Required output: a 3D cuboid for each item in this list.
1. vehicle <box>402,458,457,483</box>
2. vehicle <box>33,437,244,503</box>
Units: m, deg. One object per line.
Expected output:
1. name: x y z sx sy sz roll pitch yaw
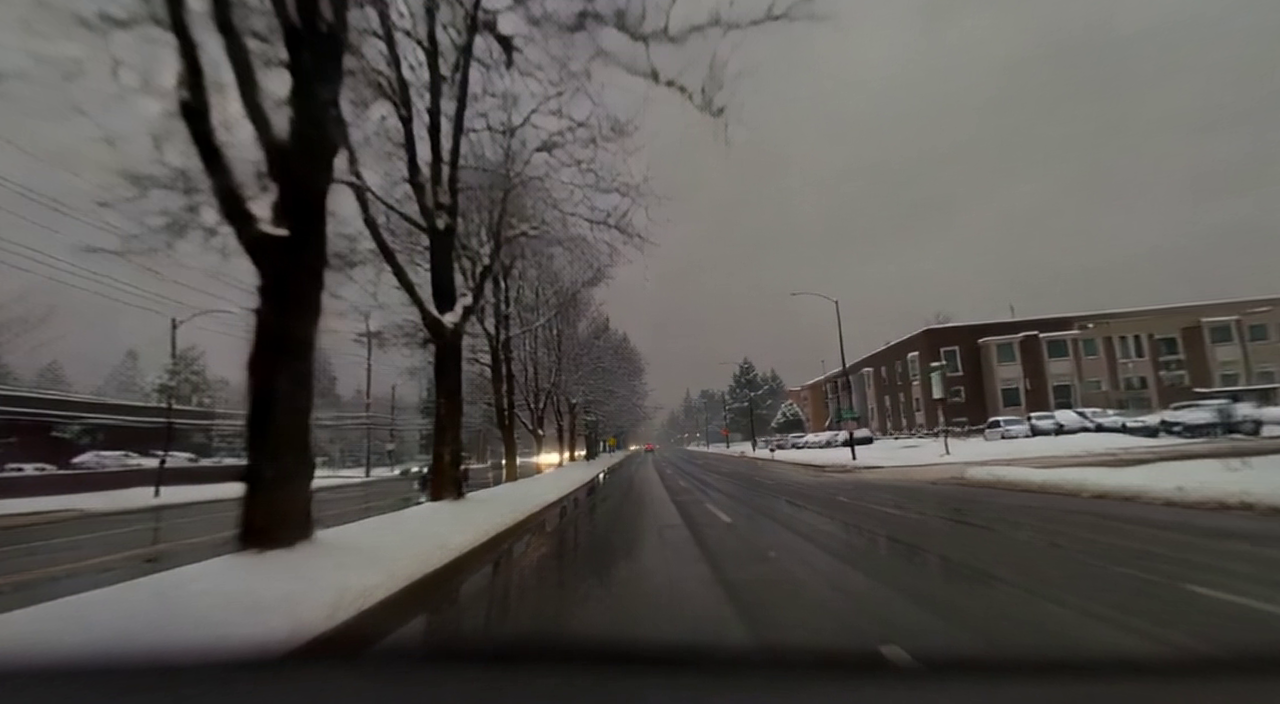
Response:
1. vehicle: -13.392 7.533 40.356 1.858 1.454 4.524 -1 -9 2
2. vehicle: -36.056 8.687 47.133 2.908 3.933 16.577 -1 -10 -2
